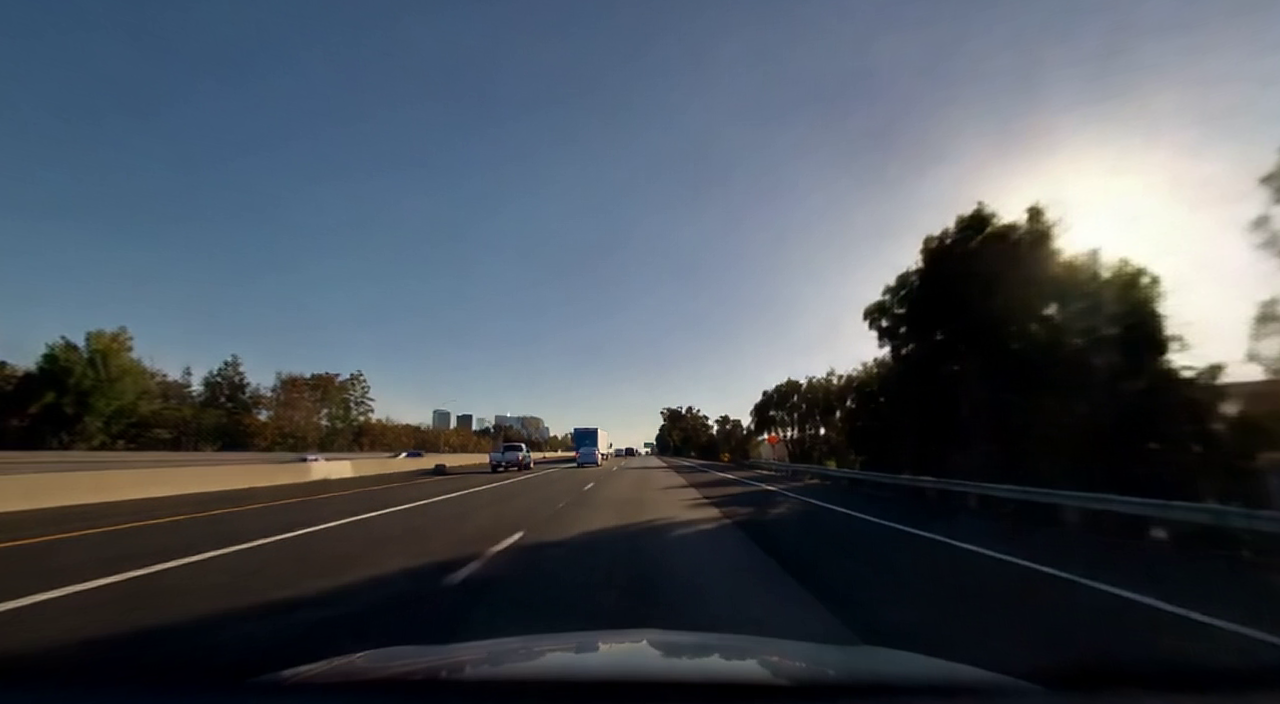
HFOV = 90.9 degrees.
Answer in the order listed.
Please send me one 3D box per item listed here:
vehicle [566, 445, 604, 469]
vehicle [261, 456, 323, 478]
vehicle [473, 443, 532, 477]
[{"bbox_3d":[-3.725,7.208,43.415,2.184,1.554,4.350,0,-8,1],"label":"vehicle"},{"bbox_3d":[-24.127,7.952,43.862,1.699,1.396,4.229,0,-8,2],"label":"vehicle"},{"bbox_3d":[-7.187,5.654,33.363,2.075,1.646,4.405,0,-8,1],"label":"vehicle"}]
